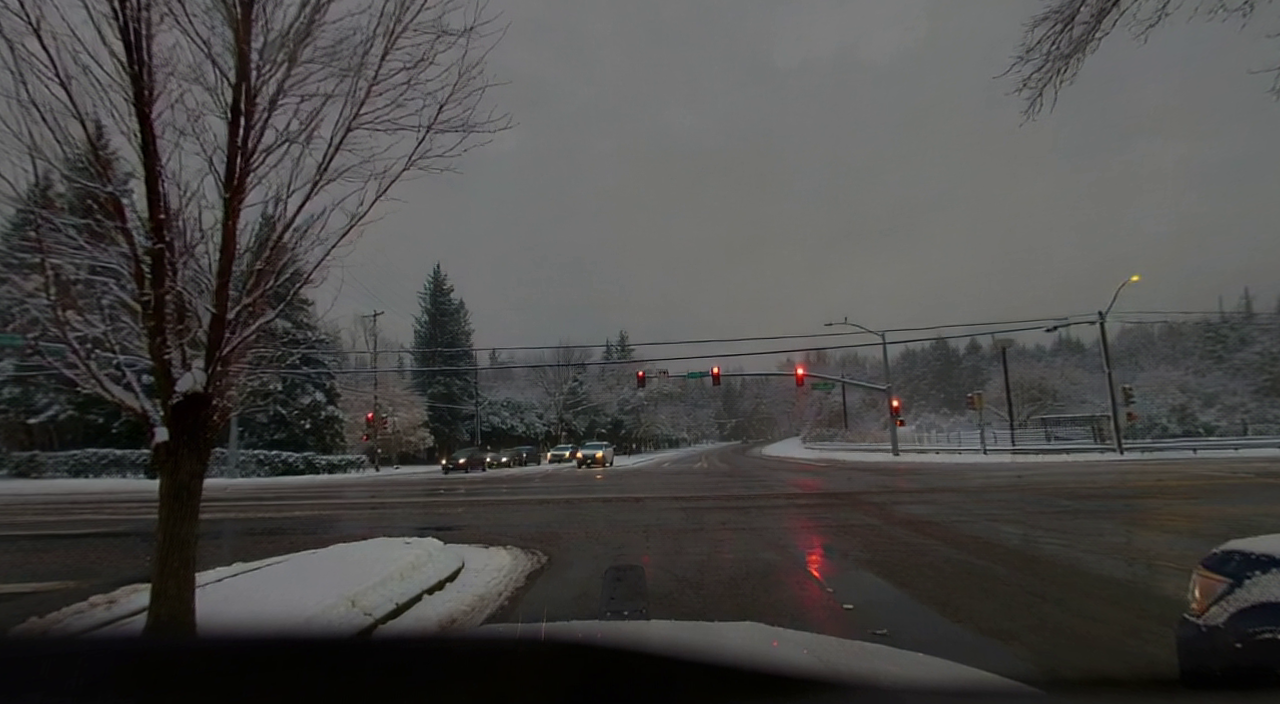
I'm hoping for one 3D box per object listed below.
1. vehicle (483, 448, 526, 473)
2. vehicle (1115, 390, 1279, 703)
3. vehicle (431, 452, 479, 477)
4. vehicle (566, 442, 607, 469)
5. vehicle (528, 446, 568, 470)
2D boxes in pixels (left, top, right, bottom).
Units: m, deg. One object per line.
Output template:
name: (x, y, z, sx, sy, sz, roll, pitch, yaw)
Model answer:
vehicle: (-9.805, 7.845, 45.934, 2.064, 1.725, 4.243, 0, -9, 1)
vehicle: (3.056, 0.616, 0.438, 1.978, 1.468, 4.544, 0, -9, 1)
vehicle: (-13.427, 8.169, 45.984, 2.101, 1.637, 4.304, 0, -9, 1)
vehicle: (-3.608, 7.122, 43.501, 2.215, 1.732, 4.684, -1, -9, 3)
vehicle: (-6.584, 7.618, 45.508, 2.126, 1.657, 4.307, -1, -9, 2)
